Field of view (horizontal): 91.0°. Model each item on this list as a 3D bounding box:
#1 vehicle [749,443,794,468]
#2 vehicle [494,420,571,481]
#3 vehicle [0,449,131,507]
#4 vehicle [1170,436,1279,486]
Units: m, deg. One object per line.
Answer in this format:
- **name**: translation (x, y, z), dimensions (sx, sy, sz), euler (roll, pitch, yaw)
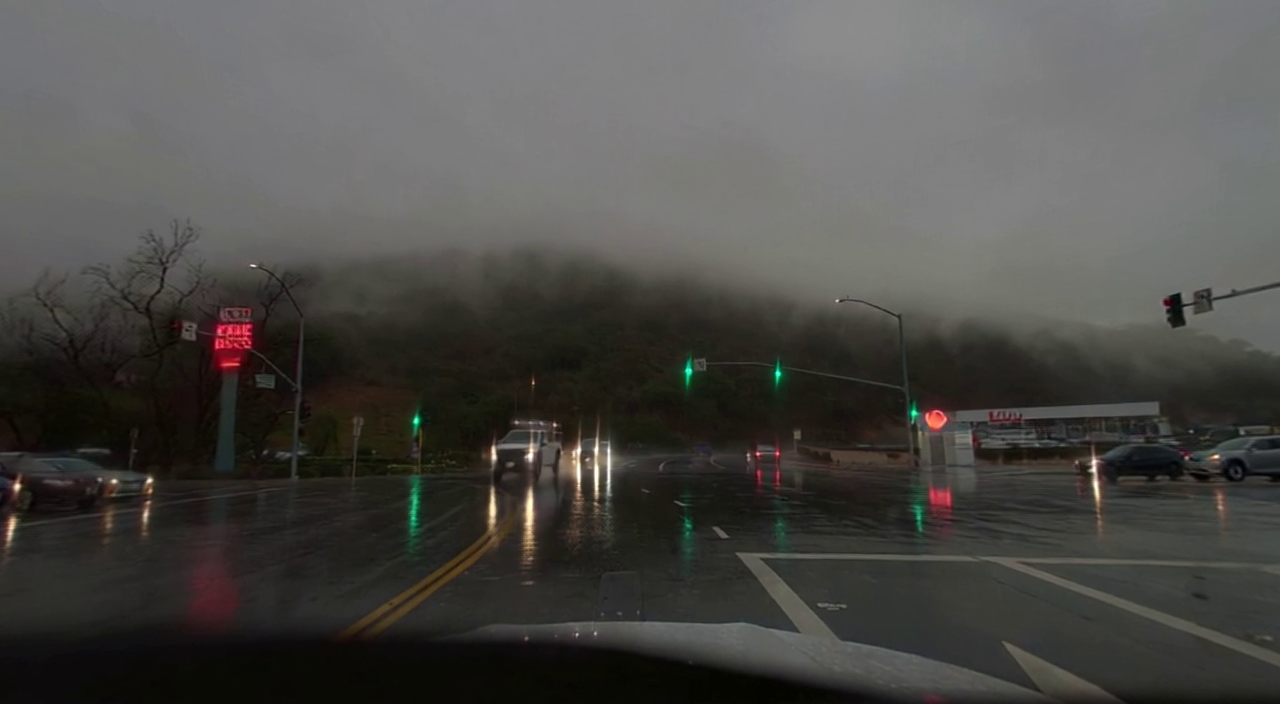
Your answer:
- **vehicle**: translation (8.762, 6.944, 42.374), dimensions (1.911, 1.594, 4.378), euler (0, -9, -3)
- **vehicle**: translation (-4.304, 4.069, 26.118), dimensions (2.196, 2.264, 5.206), euler (0, -8, 1)
- **vehicle**: translation (-19.784, 4.080, 20.585), dimensions (4.440, 1.748, 2.033), euler (0, -8, 1)
- **vehicle**: translation (25.081, 4.463, 26.031), dimensions (4.546, 1.944, 2.051), euler (1, -9, -5)
